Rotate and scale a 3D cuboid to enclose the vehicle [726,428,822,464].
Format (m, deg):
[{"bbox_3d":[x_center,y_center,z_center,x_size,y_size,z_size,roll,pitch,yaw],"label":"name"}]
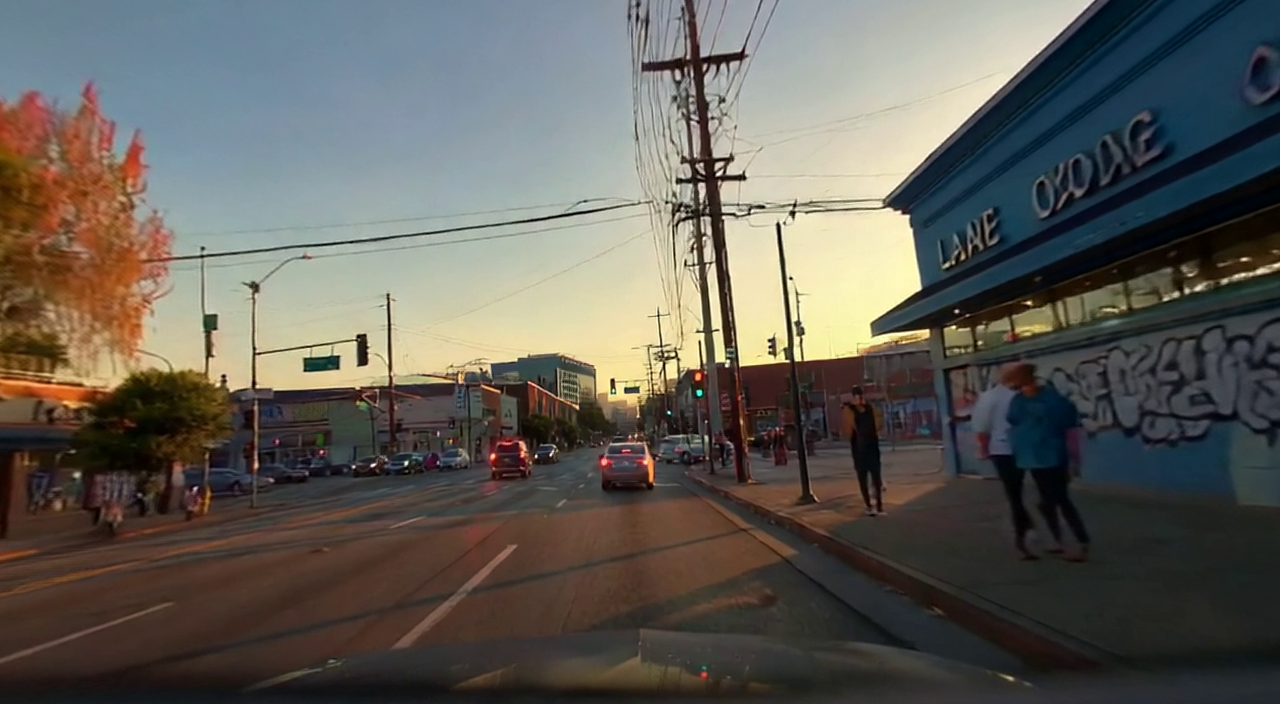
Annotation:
[{"bbox_3d":[7.318,5.136,34.792,4.714,1.686,1.973,-1,-6,-8],"label":"vehicle"}]

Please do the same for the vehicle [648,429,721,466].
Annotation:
[{"bbox_3d":[2.550,5.296,35.283,2.161,1.749,4.478,-7,-8,31],"label":"vehicle"}]

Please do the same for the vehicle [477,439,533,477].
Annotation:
[{"bbox_3d":[-6.722,5.323,31.920,2.063,1.751,4.229,0,-9,-2],"label":"vehicle"}]

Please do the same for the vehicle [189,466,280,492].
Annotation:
[{"bbox_3d":[-26.086,8.185,40.711,4.479,1.484,2.036,-1,-9,2],"label":"vehicle"}]

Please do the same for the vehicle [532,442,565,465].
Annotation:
[{"bbox_3d":[-6.329,7.037,44.007,2.097,1.457,4.439,0,-9,-7],"label":"vehicle"}]

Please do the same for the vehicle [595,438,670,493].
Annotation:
[{"bbox_3d":[-0.263,3.463,19.652,2.059,1.497,4.260,0,-9,-1],"label":"vehicle"}]
